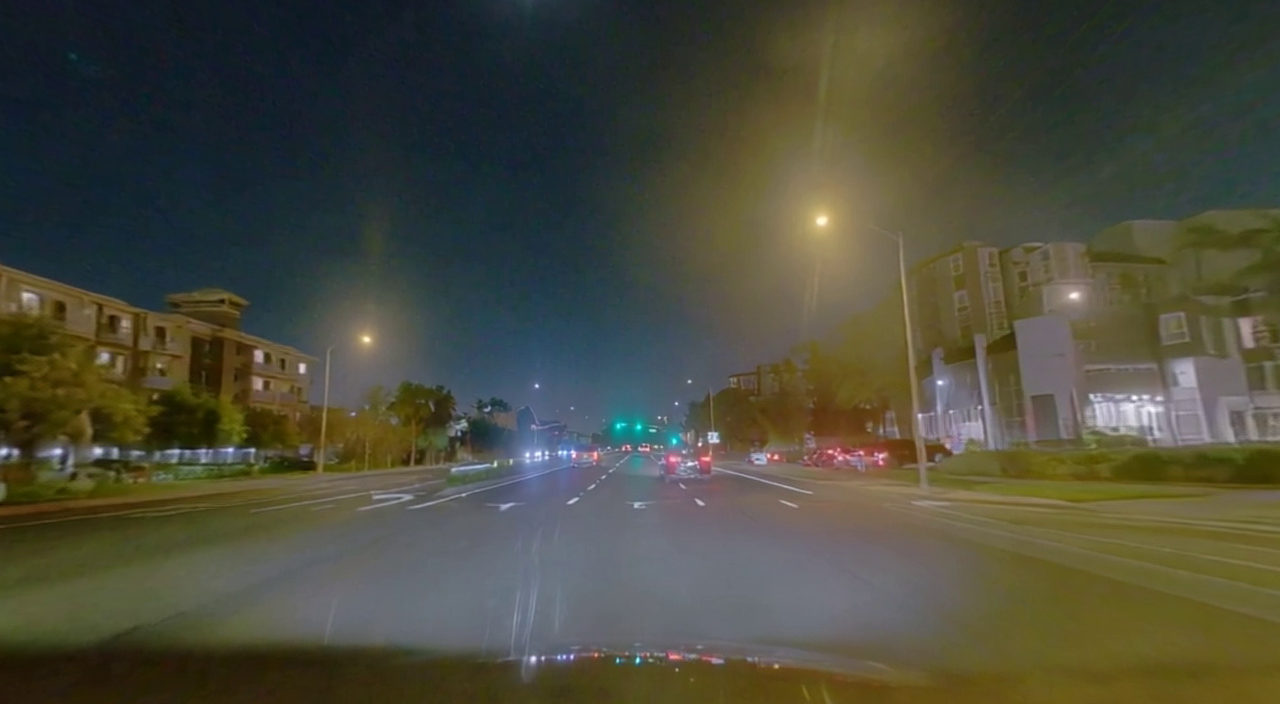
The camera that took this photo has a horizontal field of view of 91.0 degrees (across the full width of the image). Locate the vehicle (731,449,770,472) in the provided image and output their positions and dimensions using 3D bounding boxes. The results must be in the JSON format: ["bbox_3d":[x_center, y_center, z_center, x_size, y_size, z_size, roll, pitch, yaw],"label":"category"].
[{"bbox_3d":[7.701,7.591,44.275,1.947,1.474,4.634,0,-9,0],"label":"vehicle"}]

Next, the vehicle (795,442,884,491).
[{"bbox_3d":[7.674,4.431,24.672,2.012,1.737,4.129,0,-9,-2],"label":"vehicle"}]

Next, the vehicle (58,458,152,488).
[{"bbox_3d":[-30.029,6.783,35.473,1.823,1.477,3.984,0,-9,-1],"label":"vehicle"}]

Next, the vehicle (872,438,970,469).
[{"bbox_3d":[15.429,5.589,34.731,4.489,1.557,1.792,-2,-9,2],"label":"vehicle"}]

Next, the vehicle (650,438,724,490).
[{"bbox_3d":[1.583,4.011,22.803,2.084,1.682,4.148,1,-9,-4],"label":"vehicle"}]

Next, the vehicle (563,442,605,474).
[{"bbox_3d":[-3.248,6.264,37.388,2.084,1.735,4.528,0,-8,1],"label":"vehicle"}]
